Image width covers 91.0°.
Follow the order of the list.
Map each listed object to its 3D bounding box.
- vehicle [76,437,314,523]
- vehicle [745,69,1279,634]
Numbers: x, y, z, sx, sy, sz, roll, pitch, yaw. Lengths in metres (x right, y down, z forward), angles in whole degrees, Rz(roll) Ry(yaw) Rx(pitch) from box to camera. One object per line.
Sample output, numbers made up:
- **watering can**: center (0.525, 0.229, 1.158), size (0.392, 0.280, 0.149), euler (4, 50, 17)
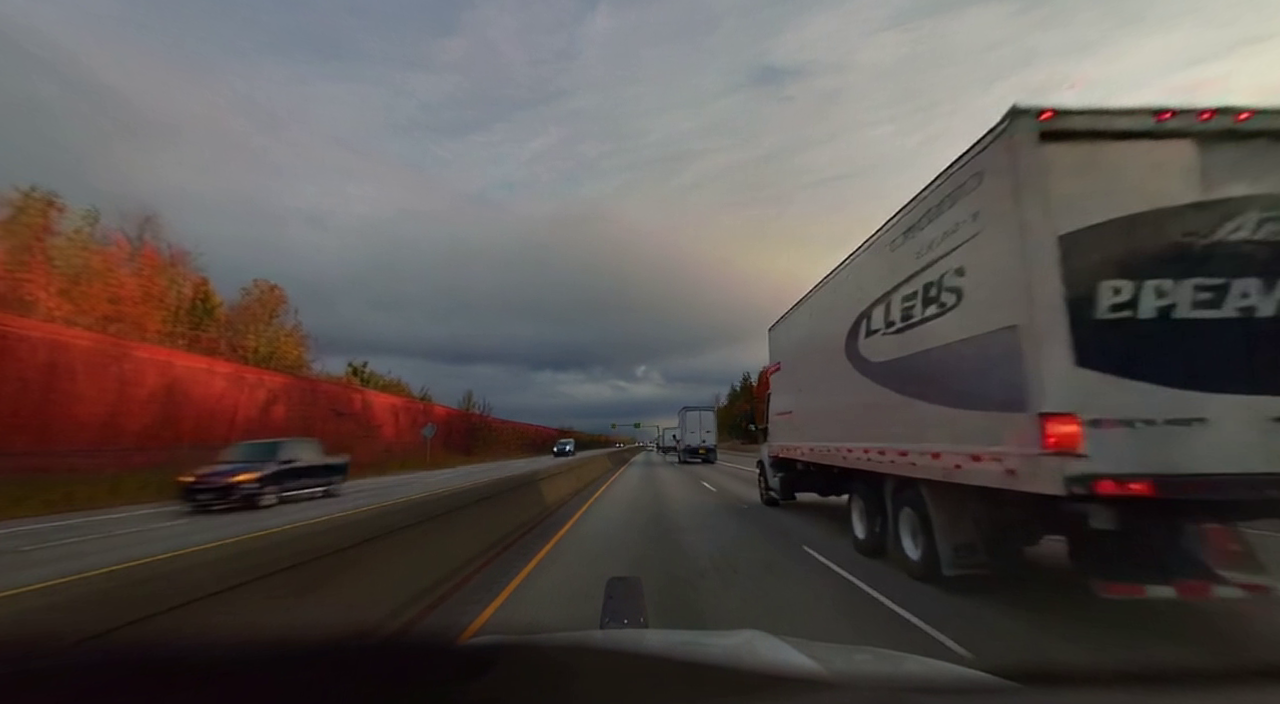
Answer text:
- **vehicle**: center (-10.081, 2.886, 14.871), size (2.019, 1.697, 4.634), euler (-1, -8, 3)
- **vehicle**: center (4.443, 0.854, 11.177), size (2.864, 3.962, 13.768), euler (0, -8, 0)
